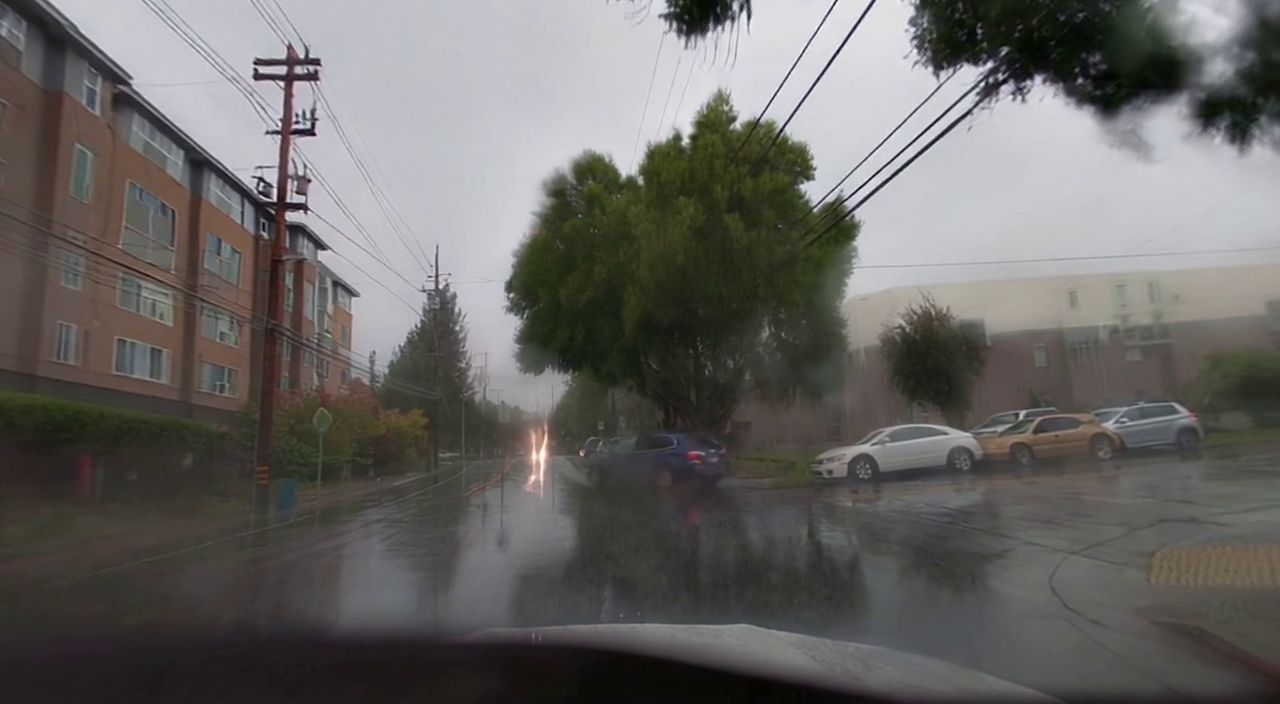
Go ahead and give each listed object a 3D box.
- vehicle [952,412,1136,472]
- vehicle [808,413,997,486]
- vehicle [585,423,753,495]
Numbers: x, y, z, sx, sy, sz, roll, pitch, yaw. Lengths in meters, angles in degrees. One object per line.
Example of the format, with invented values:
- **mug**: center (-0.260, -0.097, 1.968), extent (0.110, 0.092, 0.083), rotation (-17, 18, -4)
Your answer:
- **vehicle**: center (12.934, 2.902, 20.353), extent (4.830, 1.490, 1.878), rotation (-2, -11, -12)
- **vehicle**: center (7.903, 2.963, 19.220), extent (4.877, 1.755, 1.918), rotation (-2, -10, -11)
- **vehicle**: center (0.729, 3.156, 18.923), extent (2.155, 1.872, 4.790), rotation (8, -12, -44)
